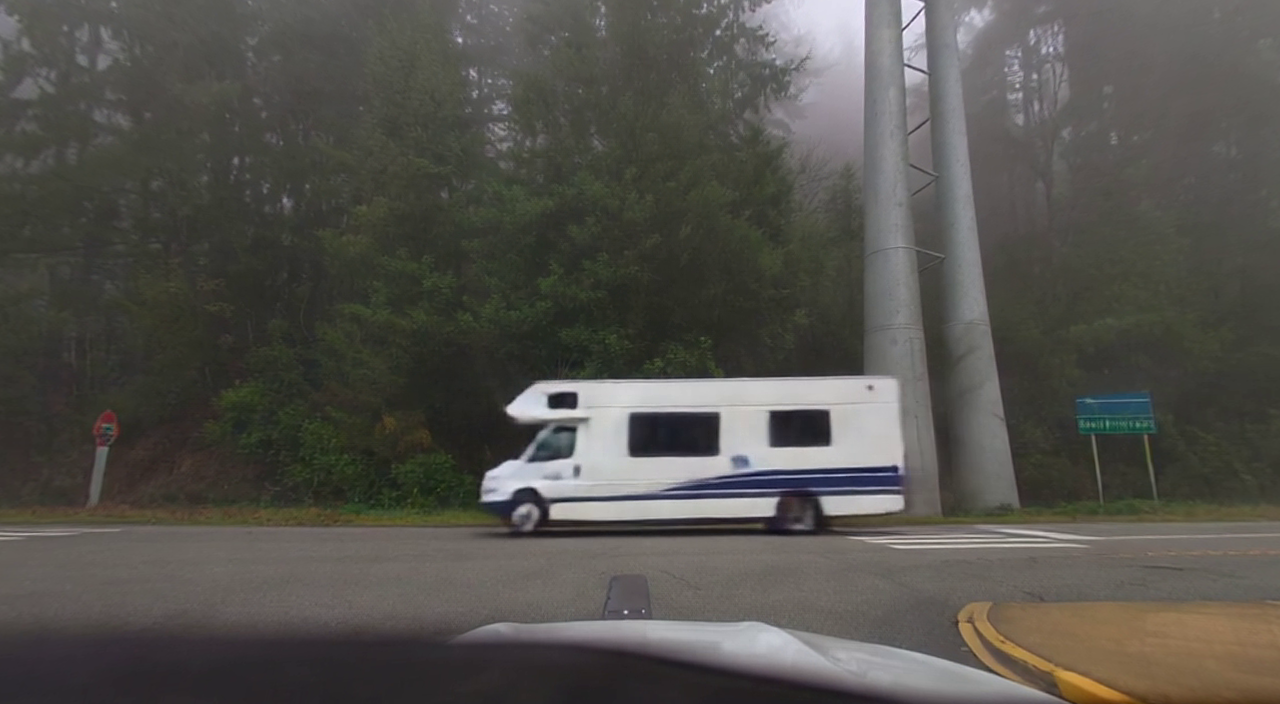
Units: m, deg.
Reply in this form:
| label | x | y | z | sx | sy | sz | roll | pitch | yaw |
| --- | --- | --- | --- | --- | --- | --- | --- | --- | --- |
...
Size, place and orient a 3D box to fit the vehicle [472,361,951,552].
| label | x | y | z | sx | sy | sz | roll | pitch | yaw |
| --- | --- | --- | --- | --- | --- | --- | --- | --- | --- |
| vehicle | 1.217 | 1.983 | 12.246 | 8.152 | 3.185 | 2.776 | 0 | -9 | -3 |
